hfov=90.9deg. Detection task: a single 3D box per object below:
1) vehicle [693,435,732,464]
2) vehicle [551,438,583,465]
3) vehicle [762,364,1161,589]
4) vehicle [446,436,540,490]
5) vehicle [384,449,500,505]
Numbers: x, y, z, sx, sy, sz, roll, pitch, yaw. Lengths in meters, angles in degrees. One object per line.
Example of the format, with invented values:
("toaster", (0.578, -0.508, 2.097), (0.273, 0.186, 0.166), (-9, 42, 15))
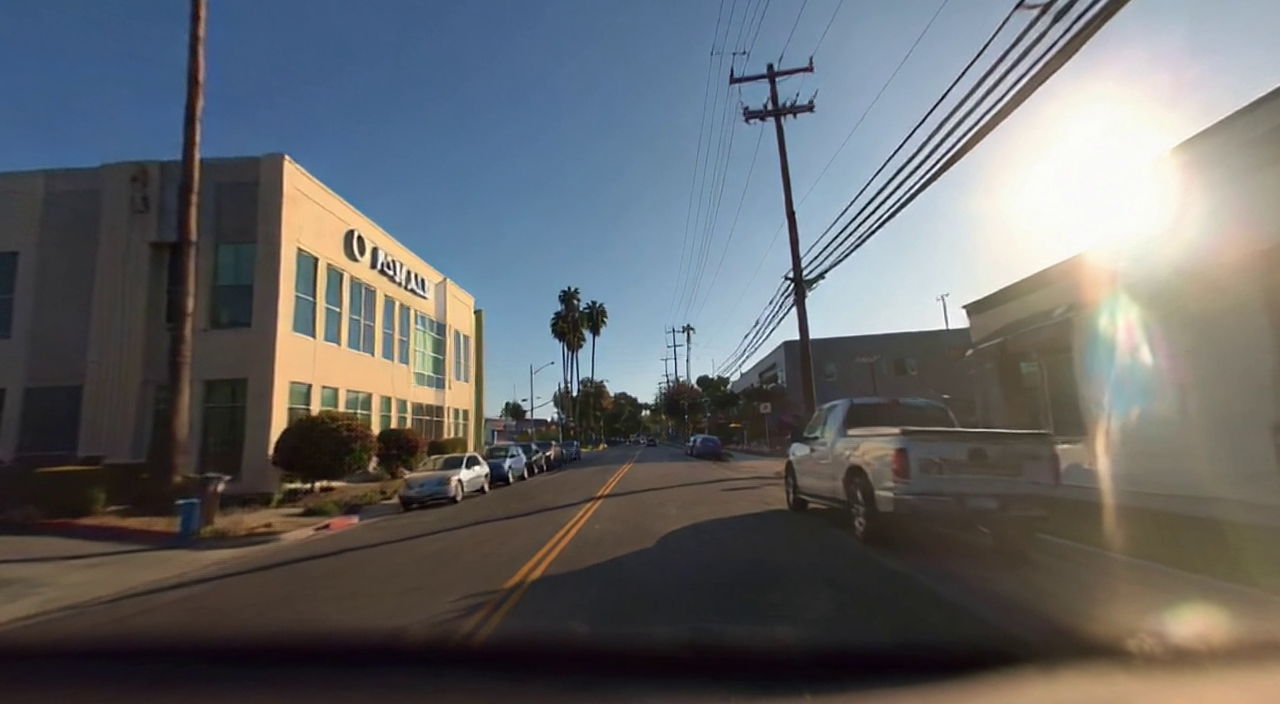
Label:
("vehicle", (4.256, 5.778, 37.542), (1.948, 1.607, 4.873), (-1, -8, 3))
("vehicle", (-5.439, 7.468, 47.563), (2.126, 1.864, 4.831), (0, -8, -3))
("vehicle", (3.628, 1.602, 9.050), (2.485, 2.123, 6.029), (0, -8, 0))
("vehicle", (-5.574, 4.265, 24.706), (2.286, 1.836, 5.088), (-1, -8, 2))
("vehicle", (-5.841, 3.723, 19.319), (1.982, 1.453, 4.577), (0, -8, 1))
